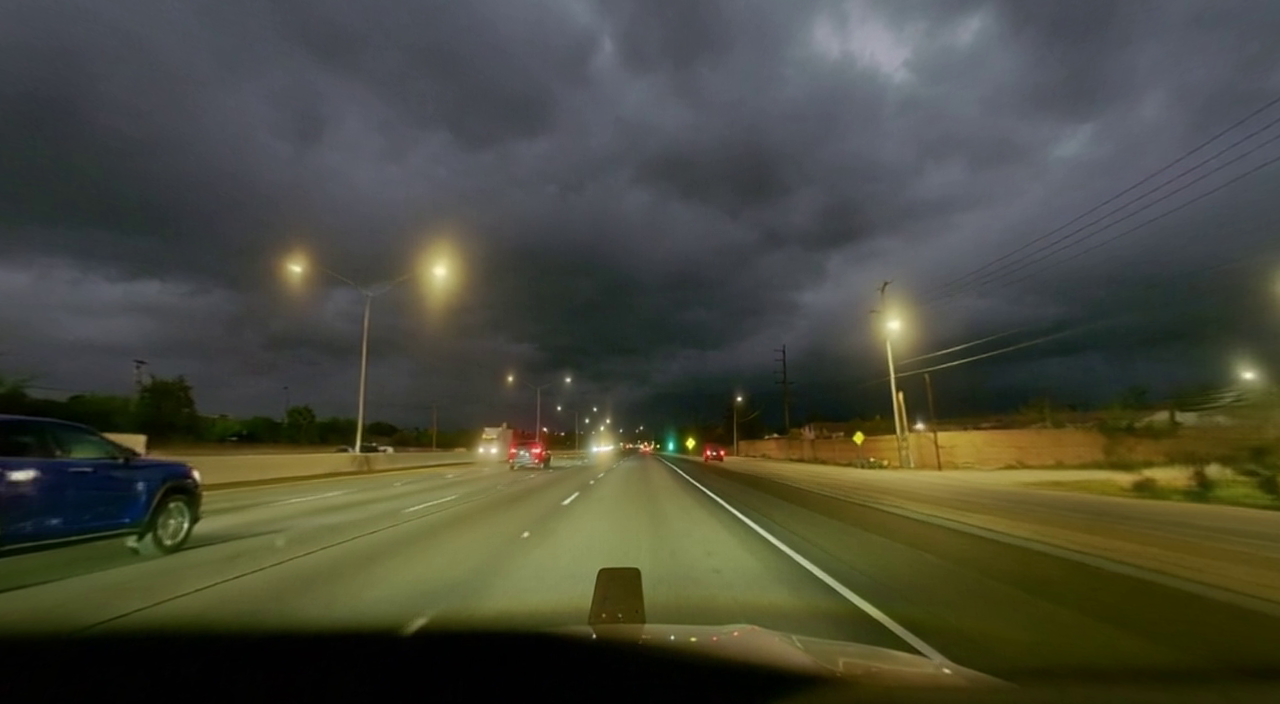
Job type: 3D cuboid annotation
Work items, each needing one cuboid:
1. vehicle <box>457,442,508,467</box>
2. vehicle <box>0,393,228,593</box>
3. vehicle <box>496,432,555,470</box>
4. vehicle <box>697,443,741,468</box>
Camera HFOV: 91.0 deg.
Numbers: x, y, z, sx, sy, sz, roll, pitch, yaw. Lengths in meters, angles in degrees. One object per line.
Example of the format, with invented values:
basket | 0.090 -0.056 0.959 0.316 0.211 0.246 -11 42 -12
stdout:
vehicle | -9.953 6.503 40.095 2.042 1.485 4.395 1 -9 1
vehicle | -6.521 1.285 5.977 2.058 1.698 4.567 1 -9 0
vehicle | -6.214 5.448 34.753 2.255 1.934 4.868 1 -9 1
vehicle | 5.096 6.726 41.107 2.251 1.520 4.550 1 -9 0
